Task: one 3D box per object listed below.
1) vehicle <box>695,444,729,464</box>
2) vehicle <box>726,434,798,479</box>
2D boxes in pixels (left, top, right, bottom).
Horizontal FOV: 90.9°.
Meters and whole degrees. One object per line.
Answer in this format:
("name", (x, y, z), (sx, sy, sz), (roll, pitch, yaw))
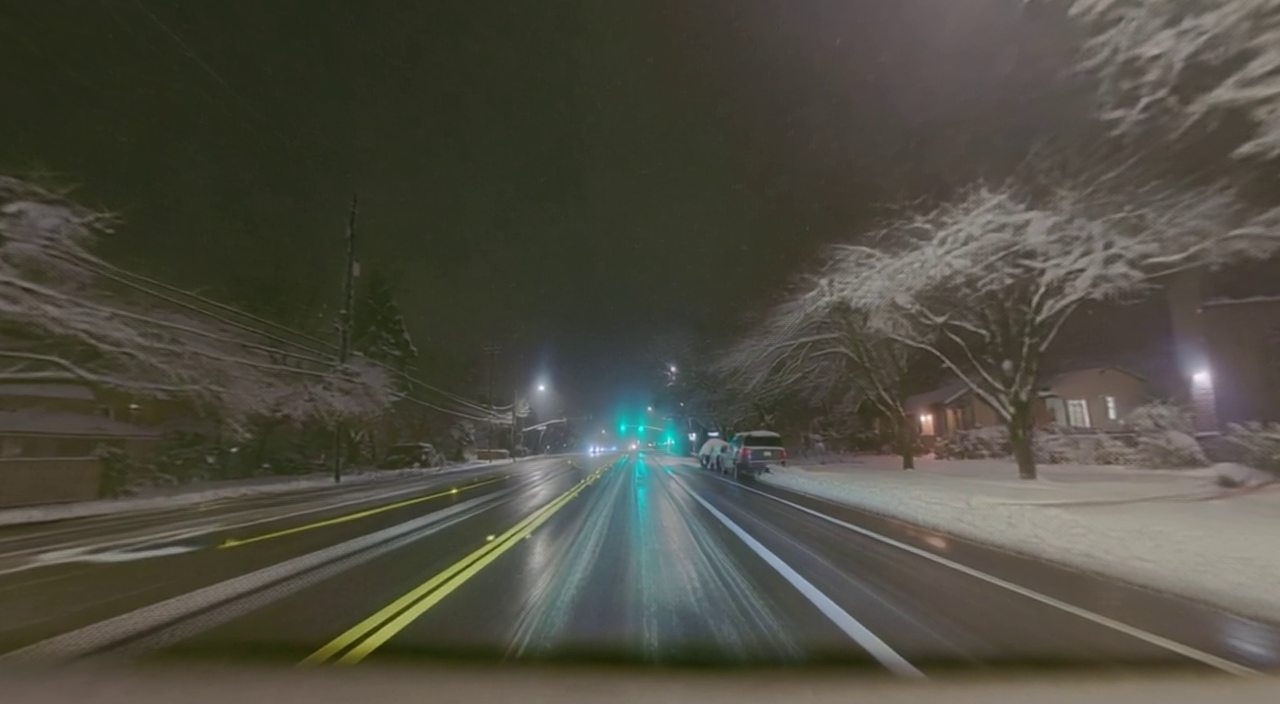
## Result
("vehicle", (5.492, 7.891, 48.796), (1.935, 1.453, 4.488), (0, -9, -3))
("vehicle", (5.200, 4.534, 27.549), (2.160, 1.800, 4.646), (0, -9, -1))
